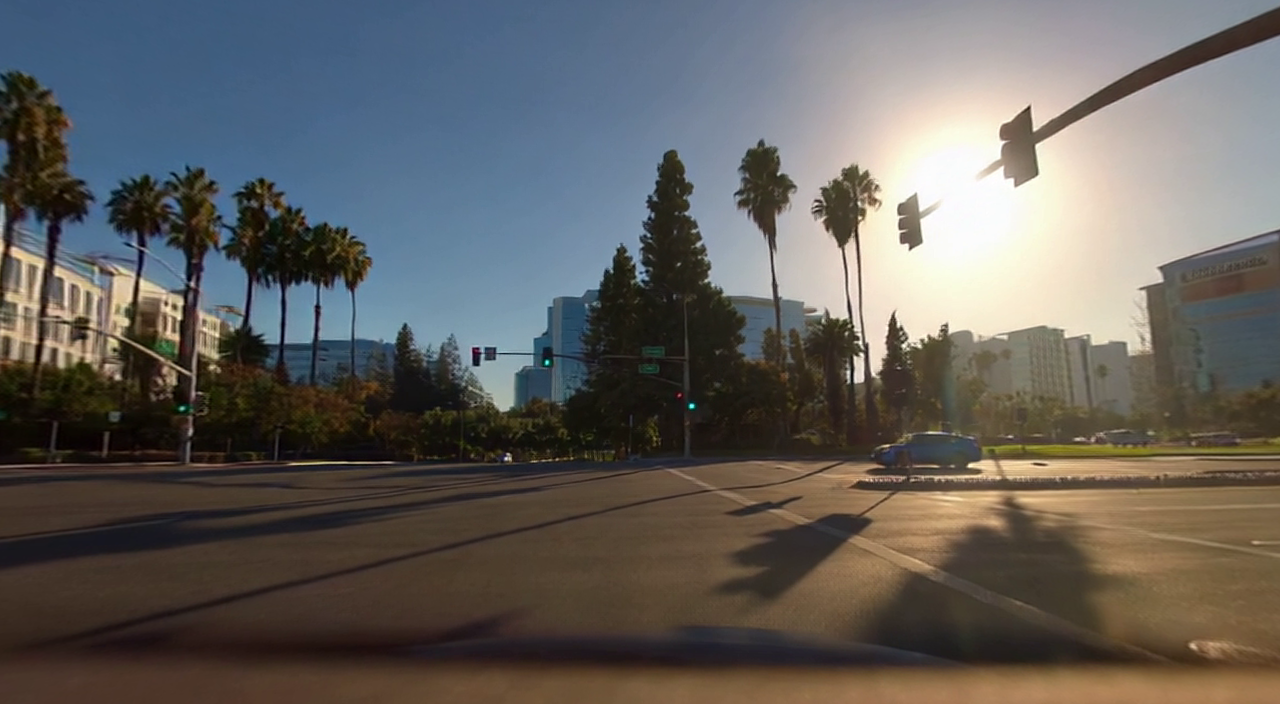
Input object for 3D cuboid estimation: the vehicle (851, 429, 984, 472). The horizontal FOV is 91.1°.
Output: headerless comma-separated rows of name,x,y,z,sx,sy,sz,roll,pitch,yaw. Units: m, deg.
vehicle,12.005,4.296,27.433,4.820,1.751,2.050,0,-8,-3
